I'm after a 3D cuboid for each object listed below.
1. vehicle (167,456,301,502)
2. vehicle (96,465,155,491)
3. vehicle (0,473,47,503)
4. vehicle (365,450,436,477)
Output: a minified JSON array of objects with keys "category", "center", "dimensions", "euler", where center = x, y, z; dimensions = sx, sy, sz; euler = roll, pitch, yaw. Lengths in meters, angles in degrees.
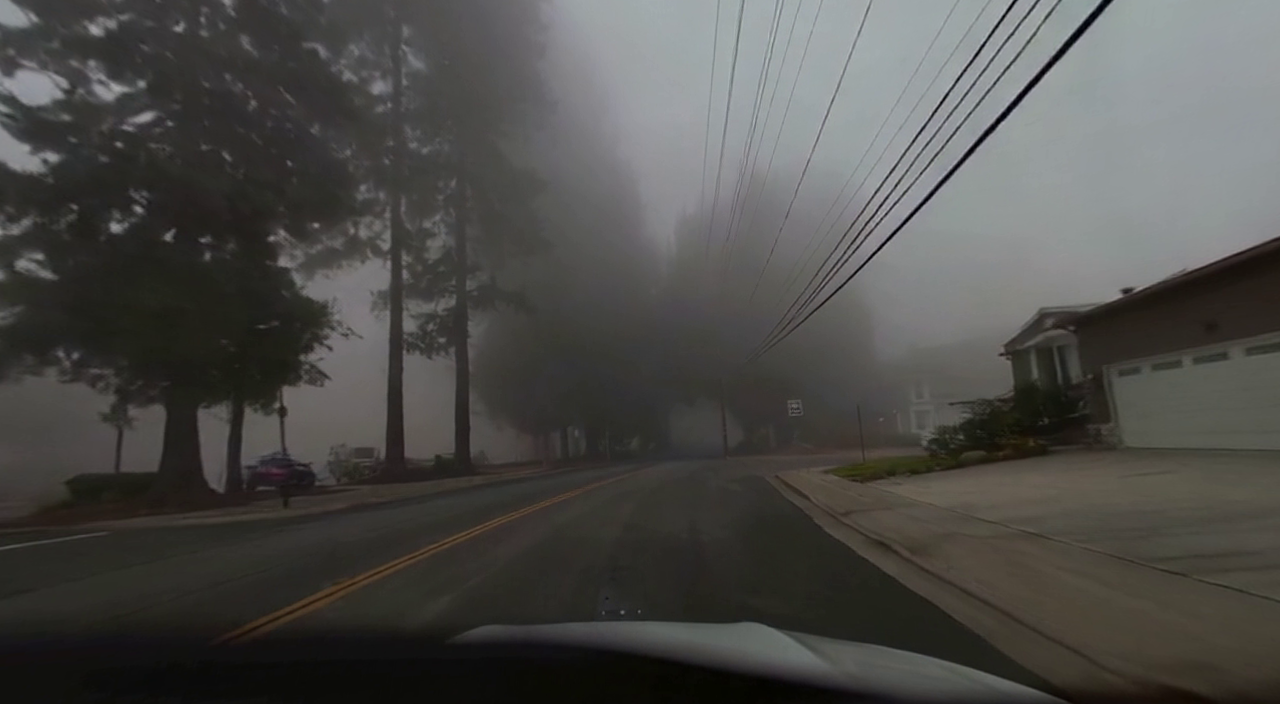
[{"category":"vehicle","center":[-17.417,5.443,27.415],"dimensions":[4.675,1.442,1.906],"euler":[-1,-8,-25]},{"category":"vehicle","center":[-35.367,8.594,43.408],"dimensions":[4.478,1.533,2.018],"euler":[-7,-11,37]},{"category":"vehicle","center":[-37.853,8.134,37.987],"dimensions":[4.305,1.465,1.903],"euler":[-5,-10,30]},{"category":"vehicle","center":[-15.306,7.151,40.540],"dimensions":[4.123,1.603,1.906],"euler":[3,-9,-18]}]
